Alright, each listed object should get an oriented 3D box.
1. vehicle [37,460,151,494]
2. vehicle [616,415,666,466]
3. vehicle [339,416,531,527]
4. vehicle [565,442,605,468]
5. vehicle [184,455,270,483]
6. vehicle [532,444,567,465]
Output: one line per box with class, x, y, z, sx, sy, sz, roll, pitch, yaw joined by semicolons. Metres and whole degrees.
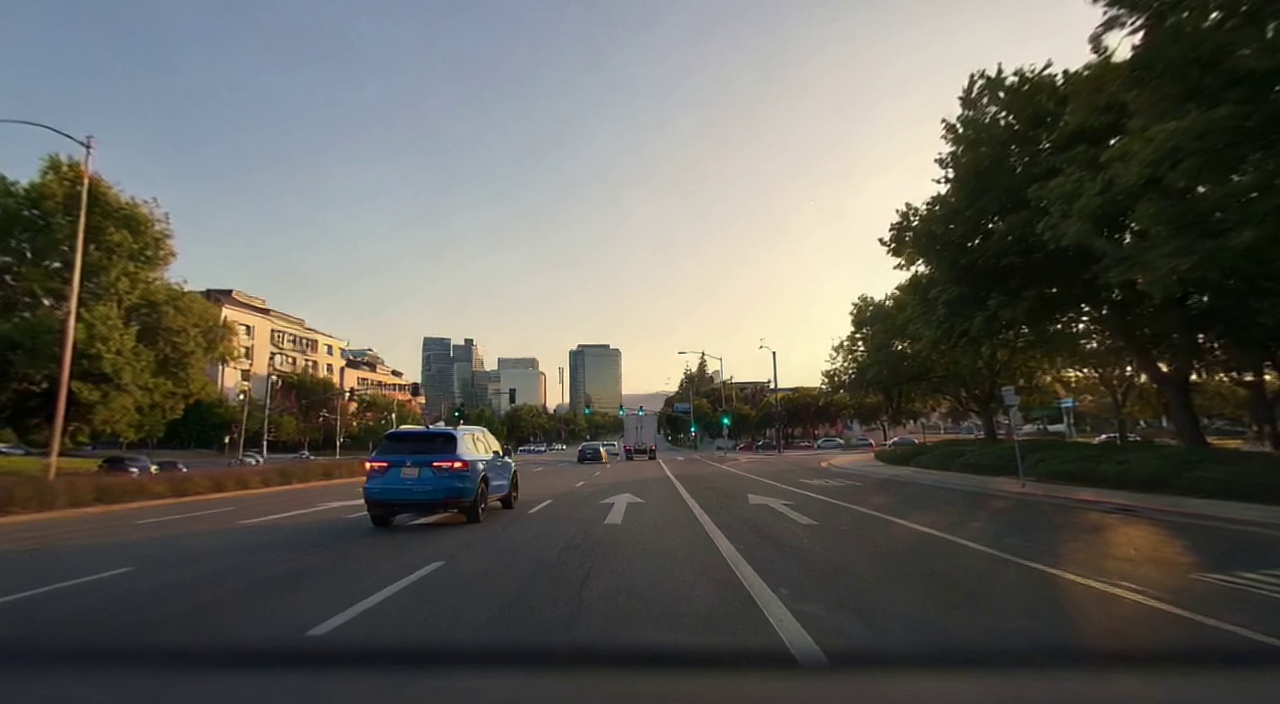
vehicle;-28.620;6.544;33.149;1.828;1.499;4.619;0;-9;1
vehicle;0.153;5.745;40.628;2.993;3.051;6.692;0;-8;2
vehicle;-3.834;2.348;12.936;2.178;1.826;4.933;0;-8;1
vehicle;-3.270;6.241;38.149;2.023;1.483;4.143;0;-9;1
vehicle;-24.763;7.010;37.837;2.013;1.517;4.567;0;-9;1
vehicle;-6.696;7.587;46.742;1.933;1.477;4.119;0;-8;1
